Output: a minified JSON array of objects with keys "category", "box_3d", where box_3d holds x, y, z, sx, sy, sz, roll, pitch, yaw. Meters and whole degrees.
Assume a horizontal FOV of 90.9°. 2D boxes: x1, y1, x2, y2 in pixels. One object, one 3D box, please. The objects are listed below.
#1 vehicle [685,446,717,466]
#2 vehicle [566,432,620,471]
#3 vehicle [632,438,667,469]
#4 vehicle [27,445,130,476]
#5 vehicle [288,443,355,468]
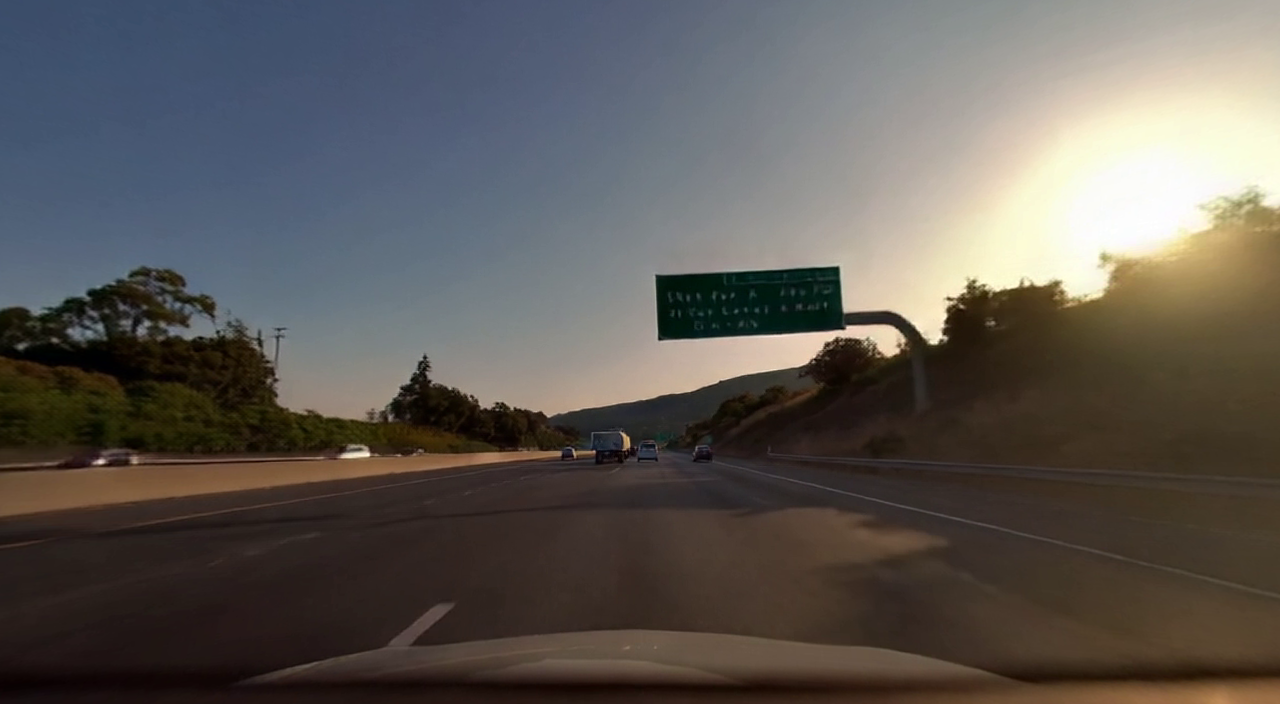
[{"category":"vehicle","box_3d":[4.645,7.956,48.536,1.993,1.474,4.230,0,-9,-1]},{"category":"vehicle","box_3d":[-3.202,7.377,47.638,2.854,2.379,16.653,-1,-8,0]},{"category":"vehicle","box_3d":[0.637,6.982,43.506,2.309,2.023,5.130,0,-8,0]},{"category":"vehicle","box_3d":[-35.354,6.806,39.931,2.014,1.835,4.795,0,-9,1]},{"category":"vehicle","box_3d":[-20.957,6.841,41.788,1.943,1.543,4.715,0,-9,0]}]
